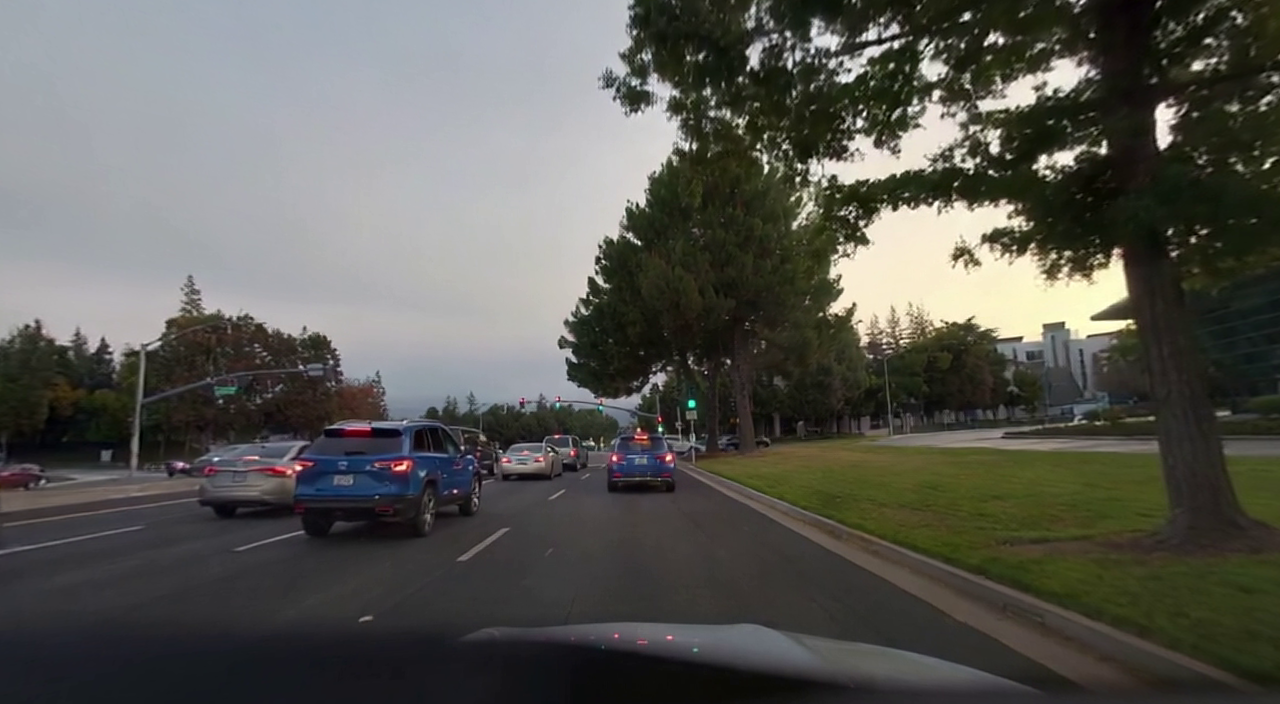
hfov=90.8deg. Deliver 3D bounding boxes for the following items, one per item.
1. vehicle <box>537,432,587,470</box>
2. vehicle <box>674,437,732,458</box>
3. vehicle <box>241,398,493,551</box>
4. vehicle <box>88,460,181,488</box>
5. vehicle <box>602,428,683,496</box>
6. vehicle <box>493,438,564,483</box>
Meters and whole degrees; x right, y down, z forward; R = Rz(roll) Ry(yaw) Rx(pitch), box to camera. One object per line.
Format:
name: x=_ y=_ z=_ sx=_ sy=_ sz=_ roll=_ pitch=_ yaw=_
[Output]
vehicle: x=-3.944 y=5.146 z=32.864 sx=2.043 sy=1.813 sz=4.549 roll=0 pitch=-8 yaw=0
vehicle: x=4.873 y=7.392 z=48.913 sx=4.265 sy=1.498 sz=1.826 roll=-2 pitch=-9 yaw=11
vehicle: x=-4.097 y=1.944 z=10.725 sx=2.088 sy=1.947 sz=5.119 roll=0 pitch=-8 yaw=-1
vehicle: x=-31.277 y=7.526 z=39.301 sx=1.906 sy=1.478 sz=4.784 roll=0 pitch=-8 yaw=-2
vehicle: x=0.058 y=3.104 z=18.121 sx=2.055 sy=1.681 sz=4.270 roll=0 pitch=-8 yaw=0
vehicle: x=-4.131 y=4.093 z=24.135 sx=1.942 sy=1.523 sz=4.212 roll=0 pitch=-8 yaw=0
